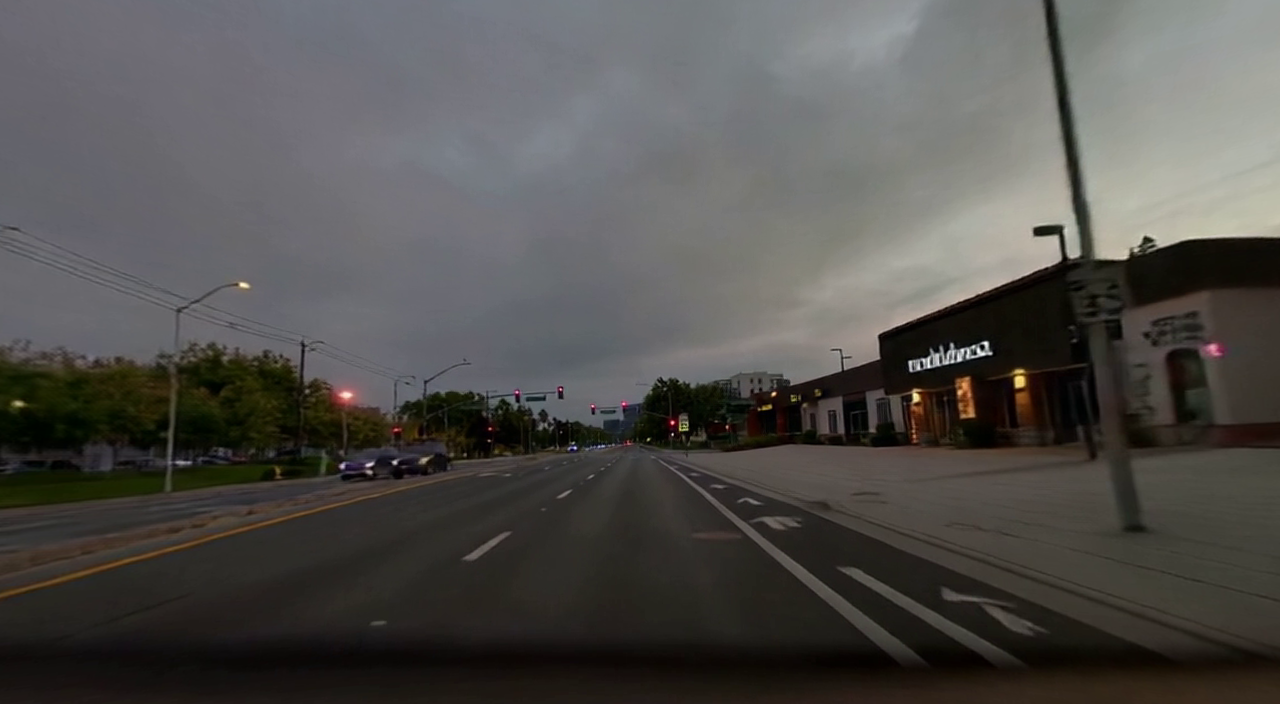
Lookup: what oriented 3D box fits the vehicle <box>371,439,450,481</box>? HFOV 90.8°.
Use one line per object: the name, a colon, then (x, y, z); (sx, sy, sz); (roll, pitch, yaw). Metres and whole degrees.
vehicle: (-10.415, 4.917, 29.011); (2.026, 1.577, 4.334); (-4, -9, -1)
